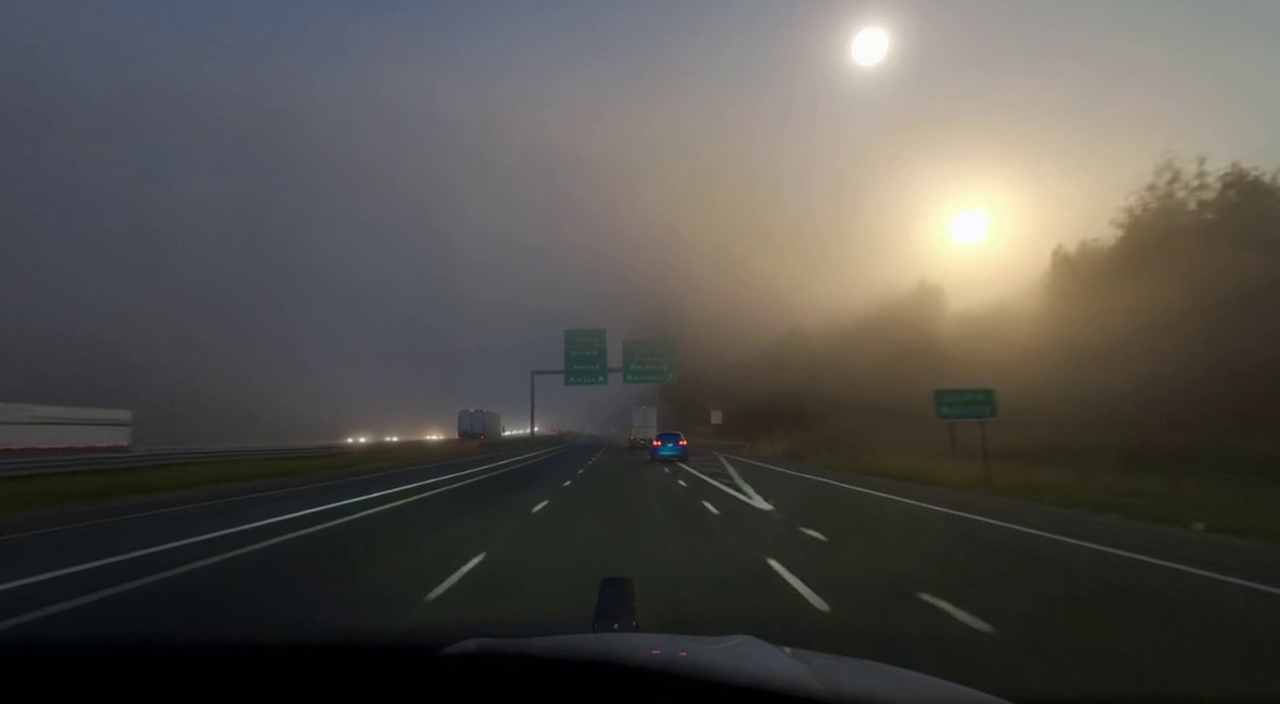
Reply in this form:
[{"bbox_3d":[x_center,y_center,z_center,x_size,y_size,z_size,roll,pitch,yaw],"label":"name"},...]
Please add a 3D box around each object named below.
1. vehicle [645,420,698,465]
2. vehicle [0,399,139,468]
[{"bbox_3d":[1.338,4.120,28.847,2.076,1.914,4.287,0,-8,-2],"label":"vehicle"},{"bbox_3d":[-39.935,5.409,41.715,2.676,4.105,14.309,0,-8,-4],"label":"vehicle"}]
